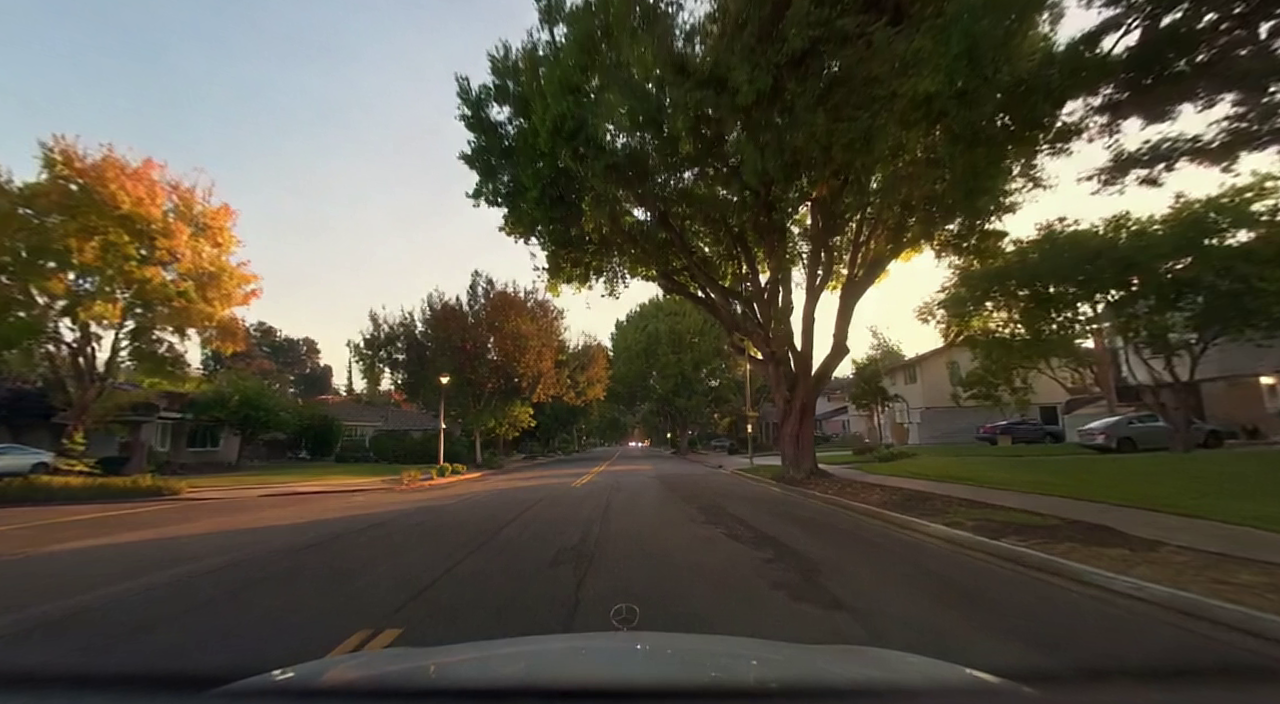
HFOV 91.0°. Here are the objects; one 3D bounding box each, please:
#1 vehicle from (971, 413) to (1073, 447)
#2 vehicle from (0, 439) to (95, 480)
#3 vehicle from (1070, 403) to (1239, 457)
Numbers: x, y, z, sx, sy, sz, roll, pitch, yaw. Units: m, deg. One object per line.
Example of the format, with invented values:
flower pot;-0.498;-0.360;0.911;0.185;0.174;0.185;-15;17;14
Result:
vehicle;18.887;3.888;31.243;3.730;1.604;2.027;0;-8;2
vehicle;-24.699;4.172;24.673;1.953;1.507;5.016;-1;-8;4
vehicle;17.062;2.624;21.040;3.882;1.686;1.881;0;-8;2
